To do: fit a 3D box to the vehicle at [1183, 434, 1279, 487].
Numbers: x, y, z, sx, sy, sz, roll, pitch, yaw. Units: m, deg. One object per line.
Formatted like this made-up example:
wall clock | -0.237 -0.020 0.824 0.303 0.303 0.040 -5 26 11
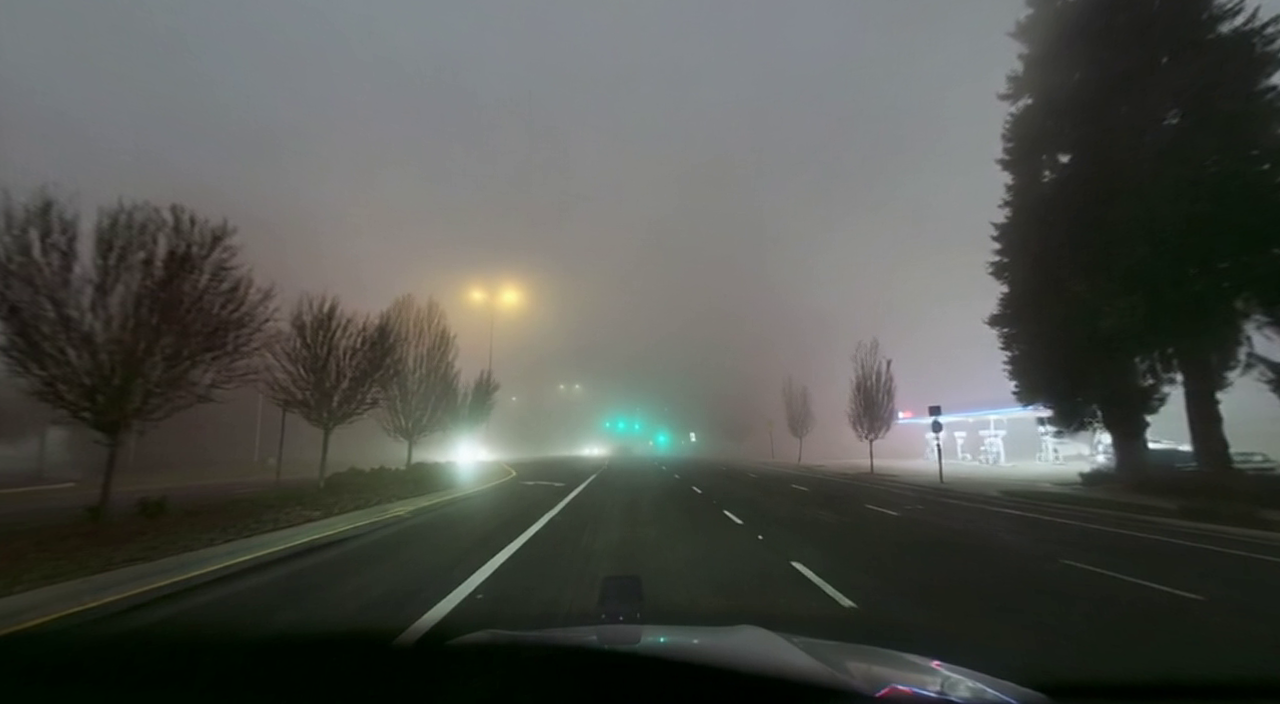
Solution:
vehicle | 21.506 3.754 22.049 3.442 1.599 1.613 -3 -10 -2
